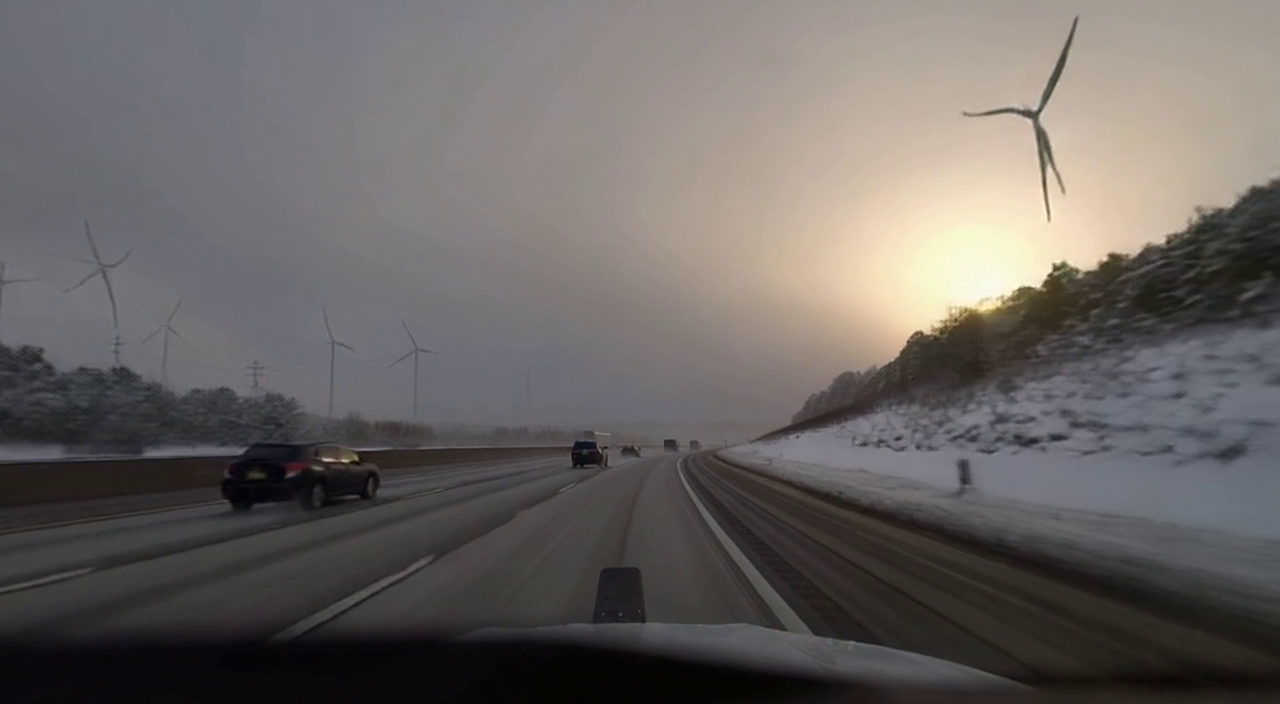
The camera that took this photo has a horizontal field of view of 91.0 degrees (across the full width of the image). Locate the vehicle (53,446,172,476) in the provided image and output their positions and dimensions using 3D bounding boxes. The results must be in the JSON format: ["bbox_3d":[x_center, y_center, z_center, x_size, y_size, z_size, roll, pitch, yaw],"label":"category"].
[{"bbox_3d":[-28.053,5.771,33.745,2.050,1.470,4.909,0,-9,1],"label":"vehicle"}]

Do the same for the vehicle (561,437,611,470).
[{"bbox_3d":[-2.929,5.632,35.061,2.118,1.702,4.355,-1,-9,4],"label":"vehicle"}]

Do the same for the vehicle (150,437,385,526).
[{"bbox_3d":[-7.523,2.629,13.477,2.015,1.537,4.728,0,-9,2],"label":"vehicle"}]
